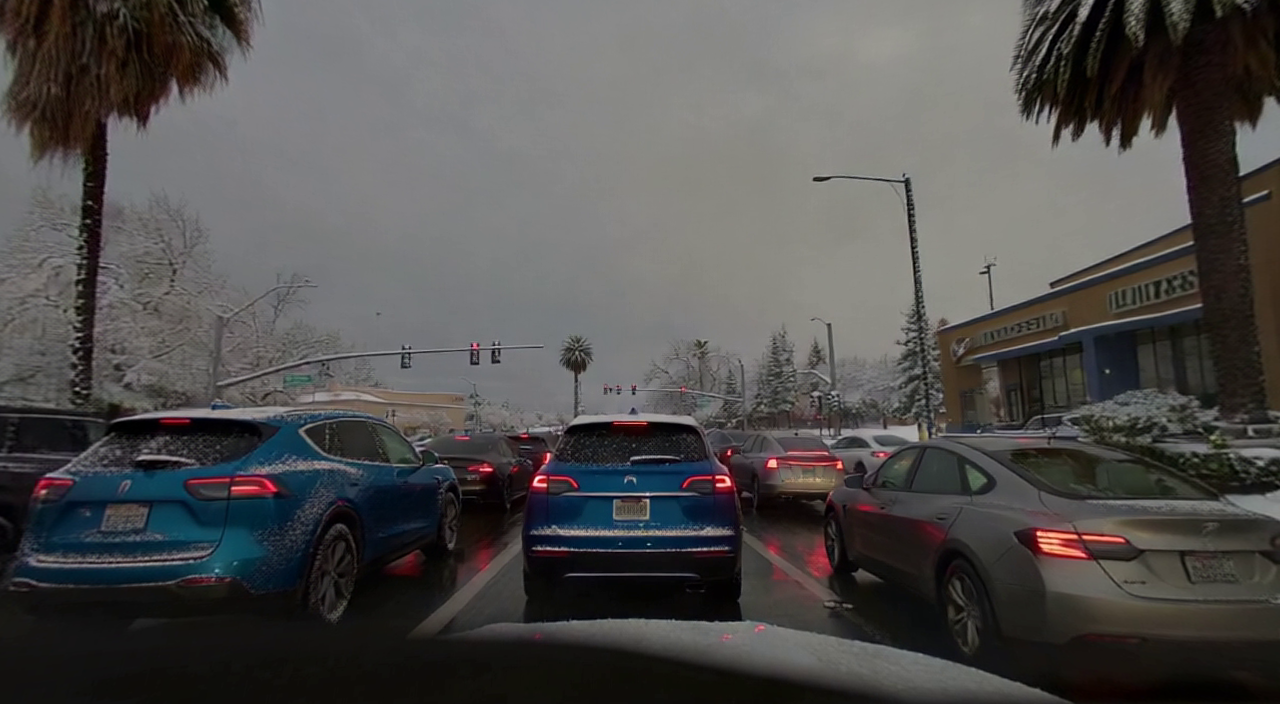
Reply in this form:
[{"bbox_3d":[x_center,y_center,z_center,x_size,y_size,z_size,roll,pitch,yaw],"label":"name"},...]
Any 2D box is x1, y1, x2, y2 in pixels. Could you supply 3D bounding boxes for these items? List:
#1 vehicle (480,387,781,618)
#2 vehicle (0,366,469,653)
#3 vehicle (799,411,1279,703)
[{"bbox_3d":[-0.125,1.464,7.064,2.280,1.747,4.361,0,-8,-2],"label":"vehicle"},{"bbox_3d":[-3.340,1.283,6.128,2.014,1.755,4.360,0,-8,1],"label":"vehicle"},{"bbox_3d":[2.973,1.365,5.251,2.017,1.491,4.611,0,-8,-1],"label":"vehicle"}]
